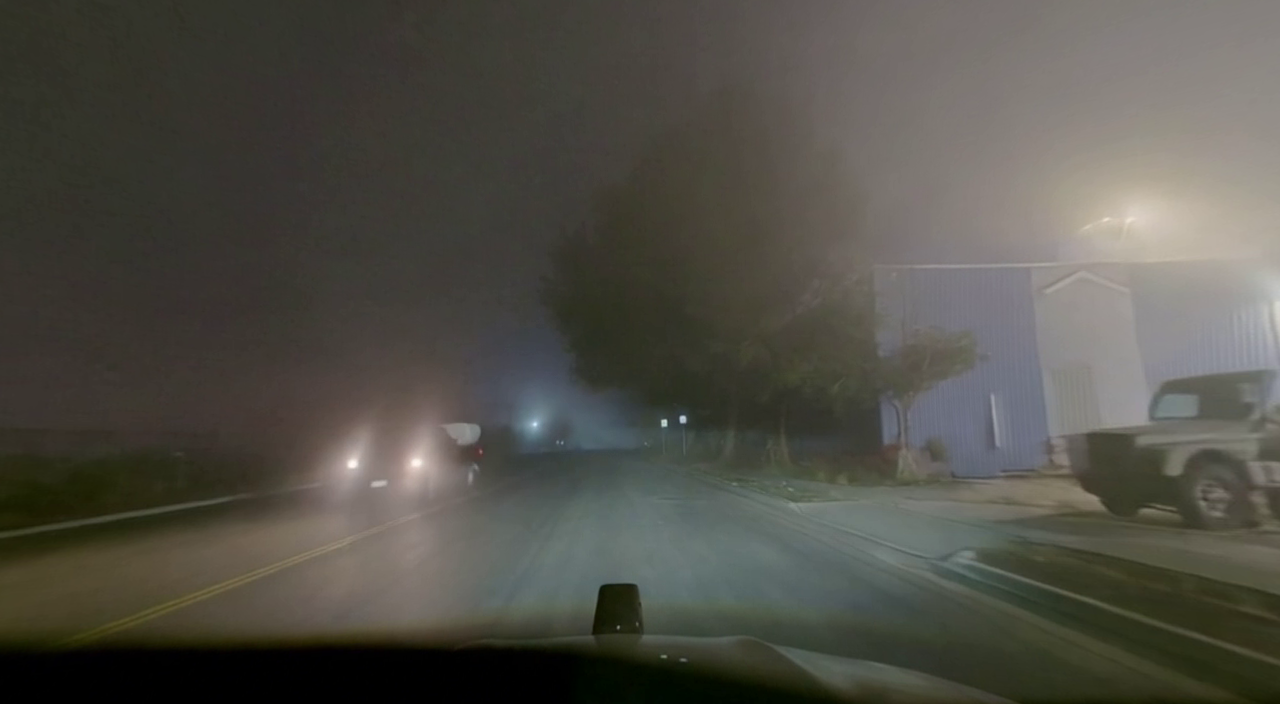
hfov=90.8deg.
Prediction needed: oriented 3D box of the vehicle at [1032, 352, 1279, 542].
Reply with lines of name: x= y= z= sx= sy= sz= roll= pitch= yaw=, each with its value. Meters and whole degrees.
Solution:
vehicle: x=10.473 y=1.351 z=9.734 sx=7.188 sy=2.416 sz=2.528 roll=-1 pitch=-8 yaw=-4

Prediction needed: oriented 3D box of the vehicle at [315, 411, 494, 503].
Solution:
vehicle: x=-6.254 y=2.919 z=18.010 sx=2.770 sy=2.135 sz=6.329 roll=0 pitch=-8 yaw=-1
